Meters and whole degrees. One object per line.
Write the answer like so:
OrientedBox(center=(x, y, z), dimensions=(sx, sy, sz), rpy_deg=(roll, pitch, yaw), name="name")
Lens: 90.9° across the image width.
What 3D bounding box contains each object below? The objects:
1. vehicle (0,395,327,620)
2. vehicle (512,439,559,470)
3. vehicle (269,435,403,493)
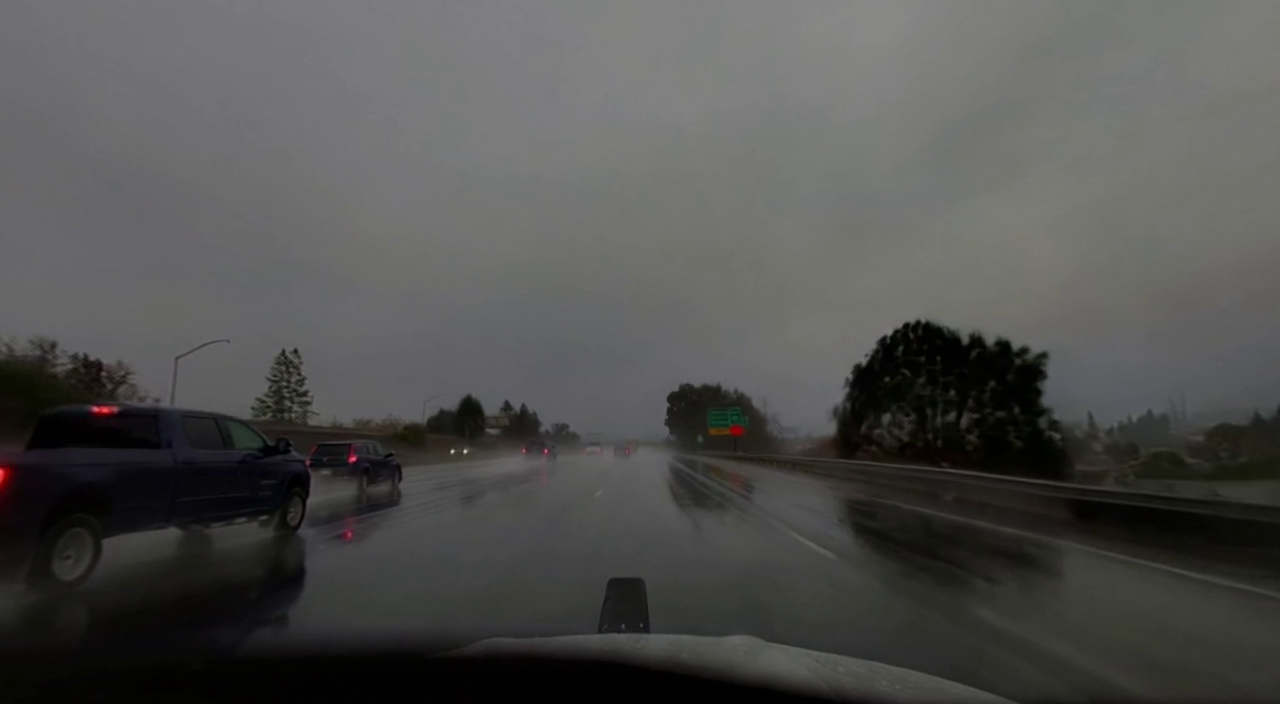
OrientedBox(center=(-6.278, 1.527, 6.993), dimensions=(2.403, 1.773, 6.276), rpy_deg=(0, -8, 0), name="vehicle")
OrientedBox(center=(-6.145, 6.086, 37.598), dimensions=(2.009, 1.735, 4.358), rpy_deg=(0, -8, 1), name="vehicle")
OrientedBox(center=(-9.665, 3.592, 20.573), dimensions=(2.060, 1.662, 4.469), rpy_deg=(0, -8, 1), name="vehicle")
